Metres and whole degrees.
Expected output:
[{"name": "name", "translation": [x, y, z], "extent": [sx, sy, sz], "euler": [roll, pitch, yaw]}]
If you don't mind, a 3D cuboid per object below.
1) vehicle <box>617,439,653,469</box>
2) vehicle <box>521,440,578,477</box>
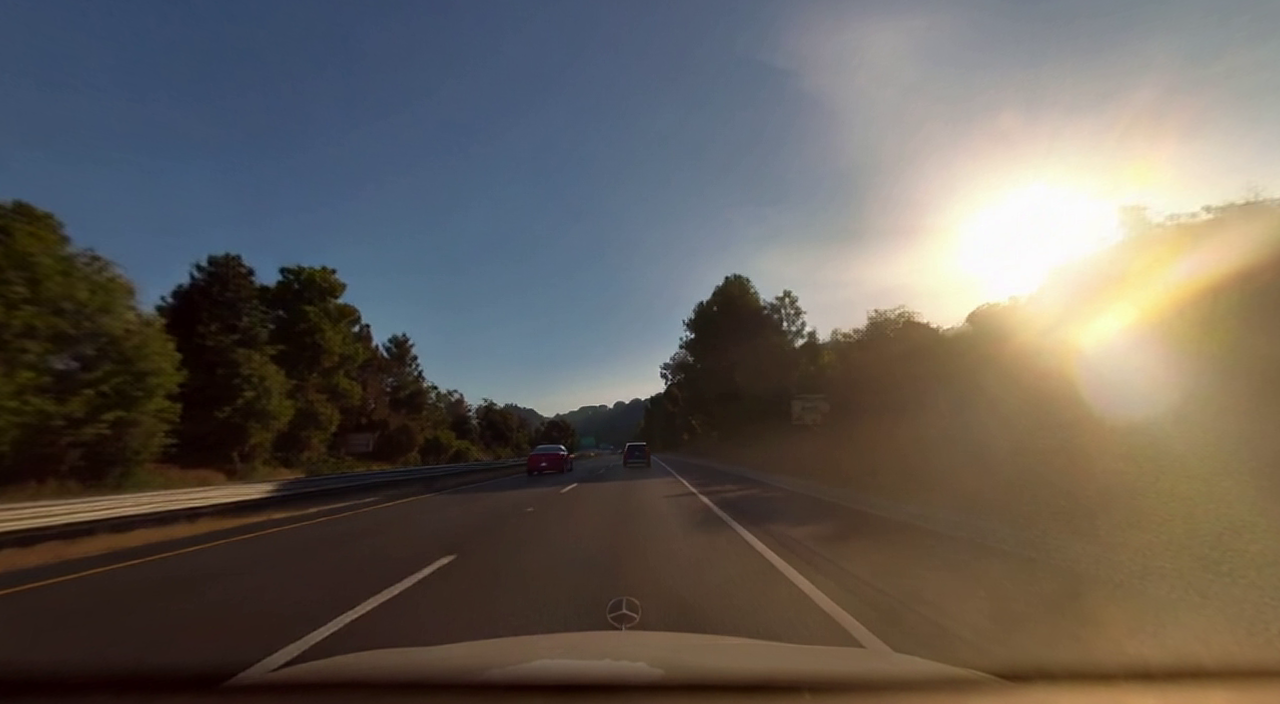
[{"name": "vehicle", "translation": [-0.274, 6.357, 39.303], "extent": [2.126, 1.786, 3.958], "euler": [0, -9, 0]}, {"name": "vehicle", "translation": [-4.336, 5.196, 30.830], "extent": [2.113, 1.656, 4.215], "euler": [0, -9, 1]}]
